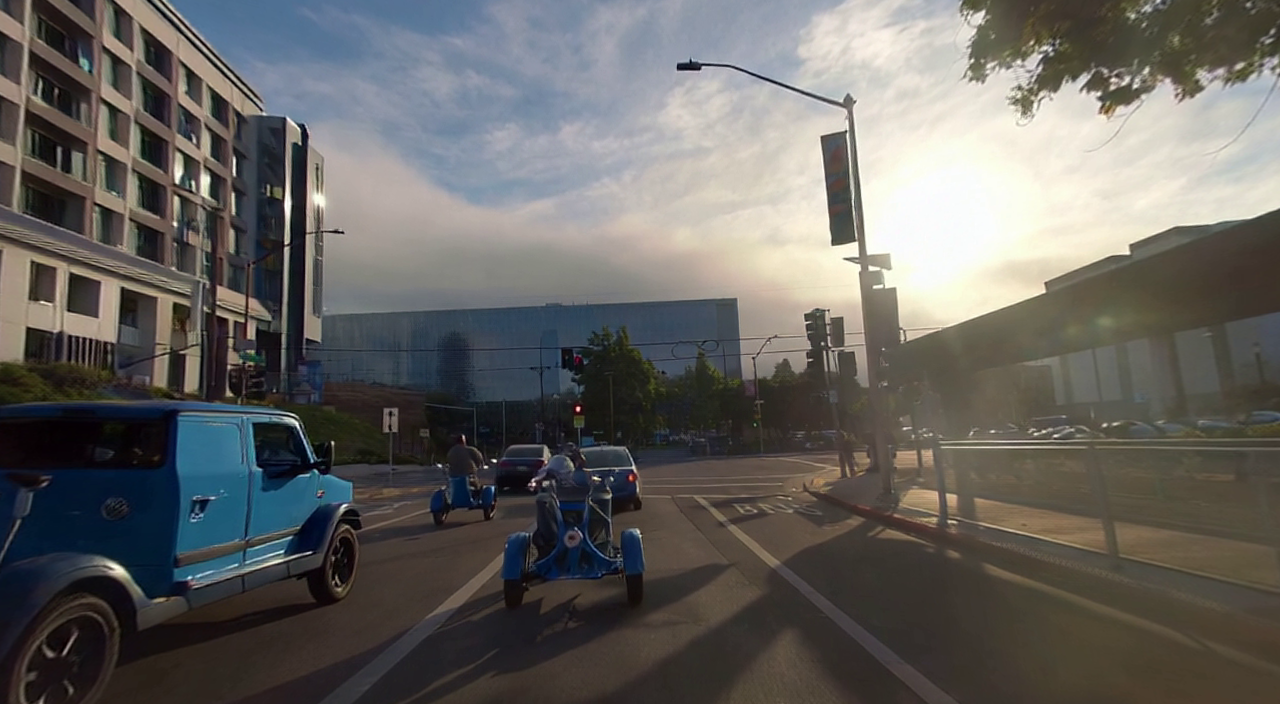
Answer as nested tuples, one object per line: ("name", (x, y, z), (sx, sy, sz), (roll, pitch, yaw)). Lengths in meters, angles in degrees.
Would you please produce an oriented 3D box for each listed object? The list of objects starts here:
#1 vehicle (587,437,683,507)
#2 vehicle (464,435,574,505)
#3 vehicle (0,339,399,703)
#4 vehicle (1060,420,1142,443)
("vehicle", (-0.020, 2.829, 15.270), (2.025, 1.458, 4.085), (-1, -8, 3))
("vehicle", (-3.075, 3.084, 16.872), (1.935, 1.615, 4.073), (-1, -8, 3))
("vehicle", (-3.613, 1.138, 4.424), (2.000, 1.809, 4.405), (0, -8, 1))
("vehicle", (30.728, 5.348, 41.879), (1.751, 1.420, 4.027), (8, -12, -43))
